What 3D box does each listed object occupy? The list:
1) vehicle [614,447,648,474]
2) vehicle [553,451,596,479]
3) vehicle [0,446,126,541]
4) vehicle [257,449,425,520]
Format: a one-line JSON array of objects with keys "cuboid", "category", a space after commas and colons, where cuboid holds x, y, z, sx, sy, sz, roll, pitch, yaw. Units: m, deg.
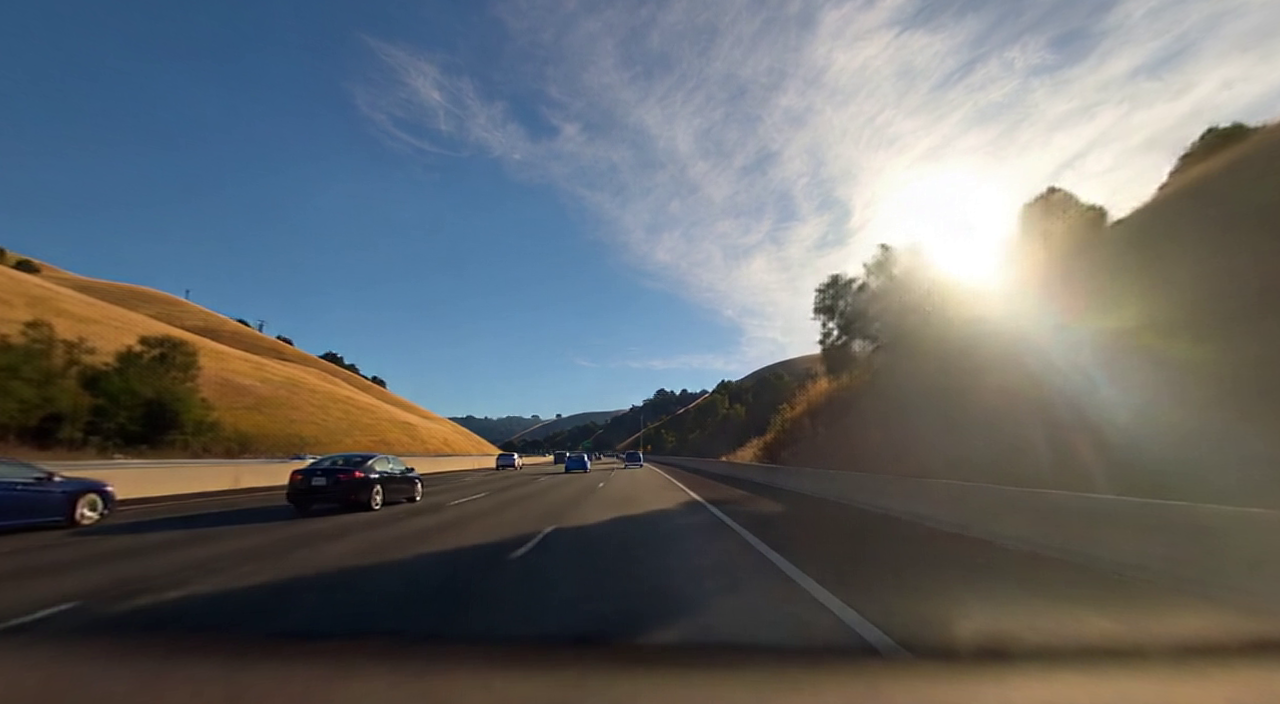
[{"cuboid": [-0.653, 7.351, 42.977, 2.225, 1.674, 4.044, 0, -8, -2], "category": "vehicle"}, {"cuboid": [-3.883, 6.740, 38.005, 2.144, 1.505, 4.649, 0, -8, -1], "category": "vehicle"}, {"cuboid": [-11.190, 2.240, 9.916, 2.048, 1.501, 4.898, 0, -8, 1], "category": "vehicle"}, {"cuboid": [-7.103, 3.163, 15.614, 1.991, 1.441, 4.265, 0, -8, 1], "category": "vehicle"}]
